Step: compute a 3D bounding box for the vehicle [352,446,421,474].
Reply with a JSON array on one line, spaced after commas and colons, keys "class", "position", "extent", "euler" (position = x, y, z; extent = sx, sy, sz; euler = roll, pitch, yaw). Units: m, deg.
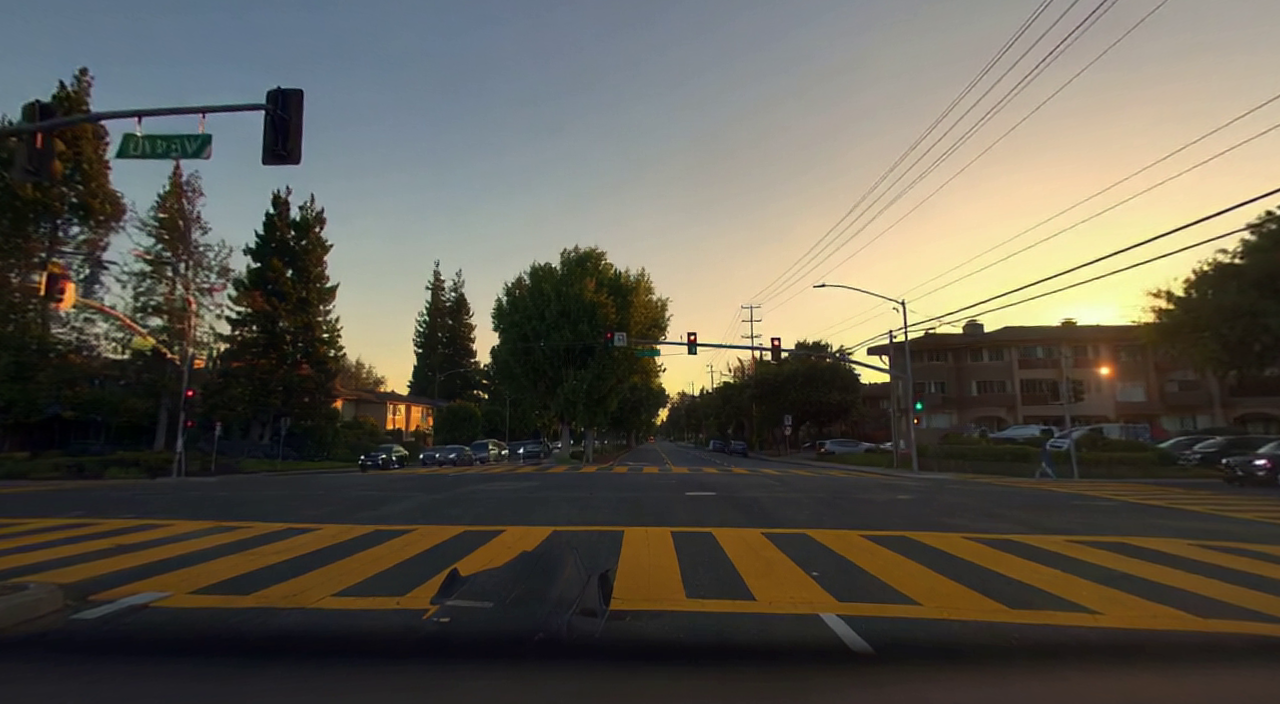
[{"class": "vehicle", "position": [-14.620, 6.215, 36.645], "extent": [2.035, 1.470, 4.677], "euler": [0, -8, 0]}]

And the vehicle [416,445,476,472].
[{"class": "vehicle", "position": [-10.955, 6.007, 35.852], "extent": [2.007, 1.451, 4.242], "euler": [0, -8, 1]}]

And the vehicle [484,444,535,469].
[{"class": "vehicle", "position": [-7.652, 6.154, 37.317], "extent": [1.958, 1.415, 4.312], "euler": [0, -8, 1]}]

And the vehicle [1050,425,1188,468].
[{"class": "vehicle", "position": [25.294, 5.026, 33.626], "extent": [2.177, 2.086, 5.514], "euler": [2, -9, -14]}]
